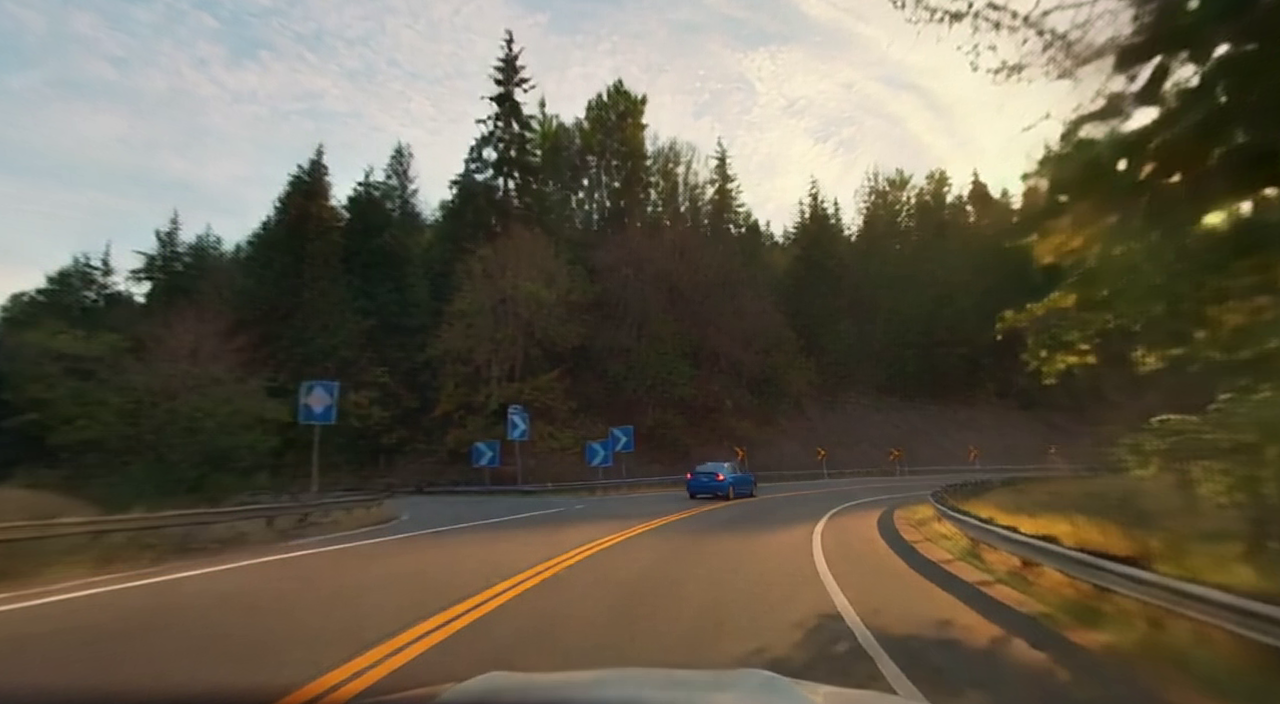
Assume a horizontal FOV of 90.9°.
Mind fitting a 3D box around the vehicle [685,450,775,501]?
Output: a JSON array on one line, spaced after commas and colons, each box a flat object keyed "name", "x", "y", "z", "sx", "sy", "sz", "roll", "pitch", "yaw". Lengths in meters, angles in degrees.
[{"name": "vehicle", "x": 3.508, "y": 4.643, "z": 23.901, "sx": 1.997, "sy": 1.692, "sz": 4.422, "roll": -5, "pitch": -11, "yaw": 28}]
